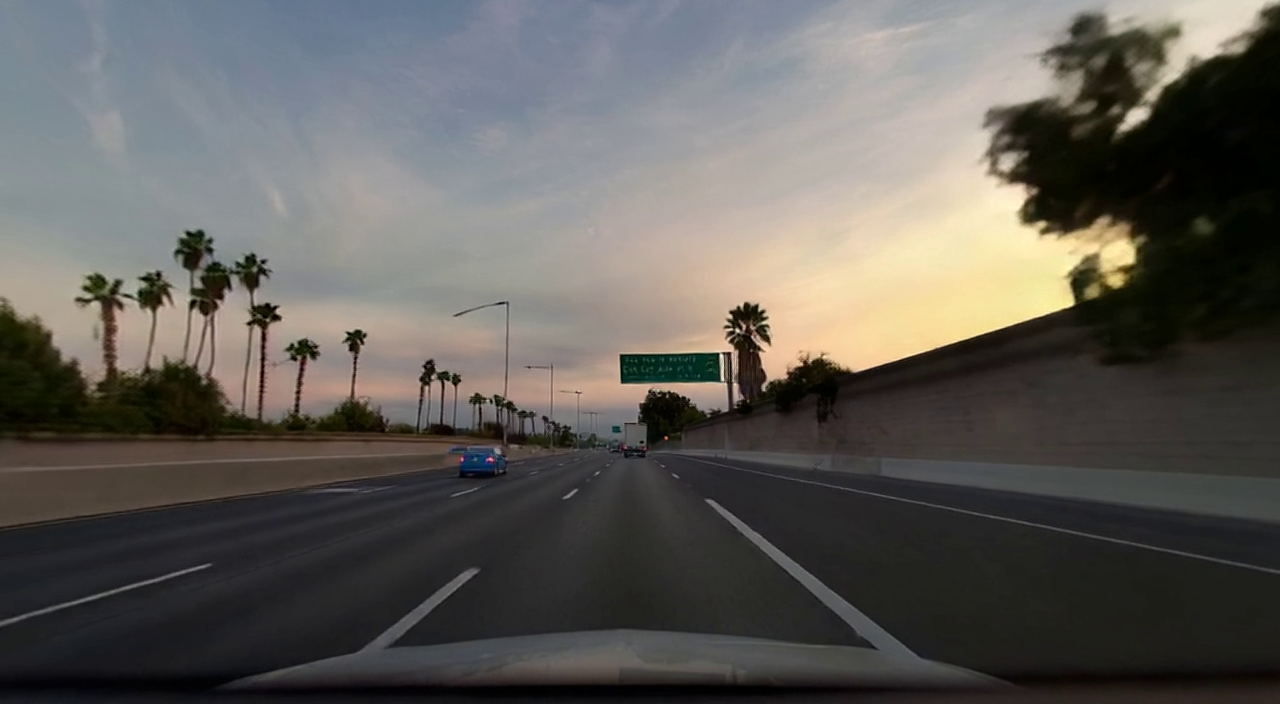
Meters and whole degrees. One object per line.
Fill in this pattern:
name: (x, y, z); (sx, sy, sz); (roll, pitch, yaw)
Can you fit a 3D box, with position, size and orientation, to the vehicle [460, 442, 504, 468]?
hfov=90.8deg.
vehicle: (-10.650, 6.958, 42.786); (1.897, 1.653, 4.113); (0, -8, 0)
